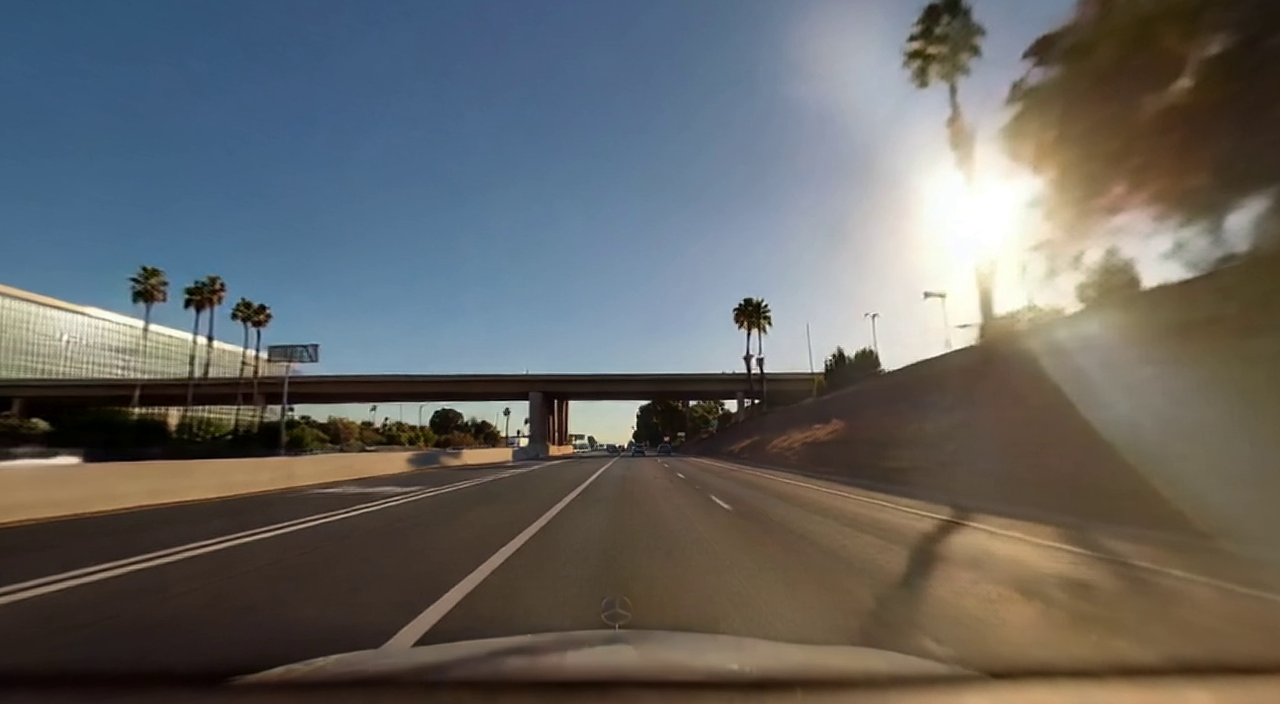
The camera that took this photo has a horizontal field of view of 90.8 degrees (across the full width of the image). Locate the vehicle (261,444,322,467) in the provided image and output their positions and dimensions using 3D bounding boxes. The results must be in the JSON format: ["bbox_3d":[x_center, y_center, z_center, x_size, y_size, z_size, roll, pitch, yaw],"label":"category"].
[{"bbox_3d":[-25.110,7.446,45.679,1.847,1.534,4.527,0,-8,0],"label":"vehicle"}]
